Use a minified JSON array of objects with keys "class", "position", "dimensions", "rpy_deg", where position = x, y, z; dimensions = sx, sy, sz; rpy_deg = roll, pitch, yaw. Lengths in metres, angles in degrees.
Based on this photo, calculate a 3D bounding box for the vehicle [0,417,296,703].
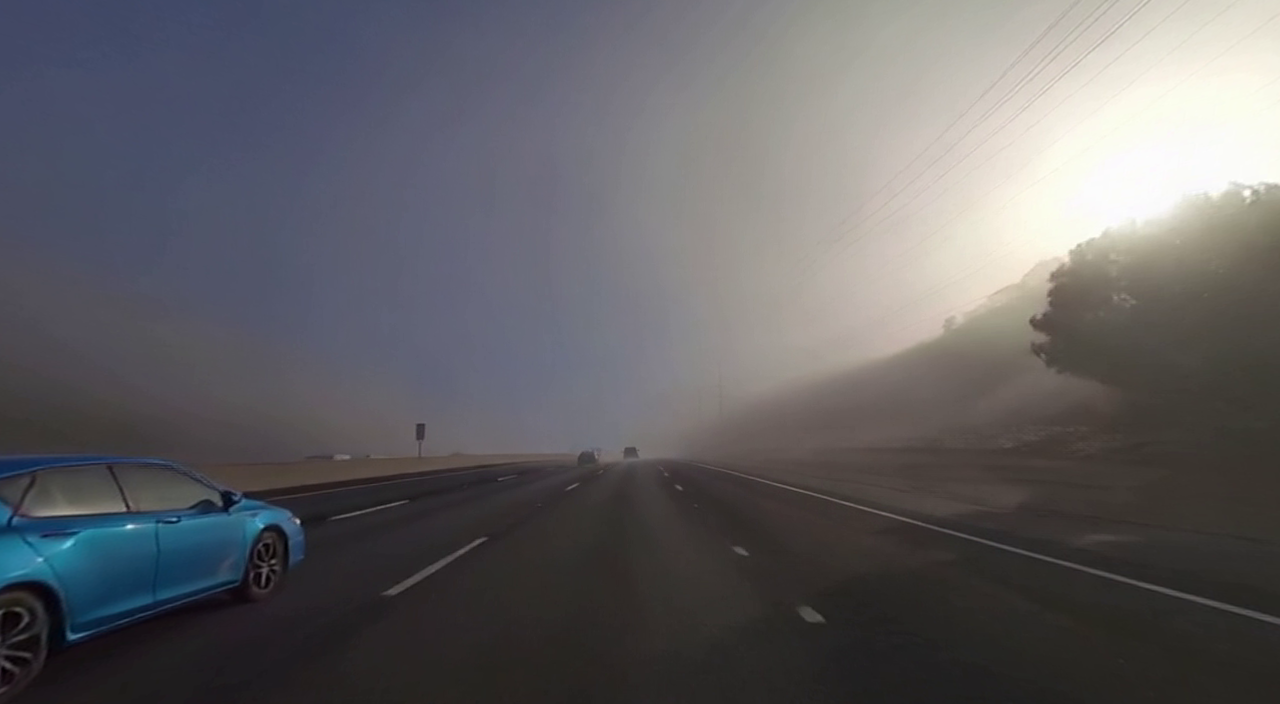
[{"class":"vehicle","position":[-4.166,1.087,3.185],"dimensions":[2.064,1.489,4.966],"rpy_deg":[0,-9,0]}]
